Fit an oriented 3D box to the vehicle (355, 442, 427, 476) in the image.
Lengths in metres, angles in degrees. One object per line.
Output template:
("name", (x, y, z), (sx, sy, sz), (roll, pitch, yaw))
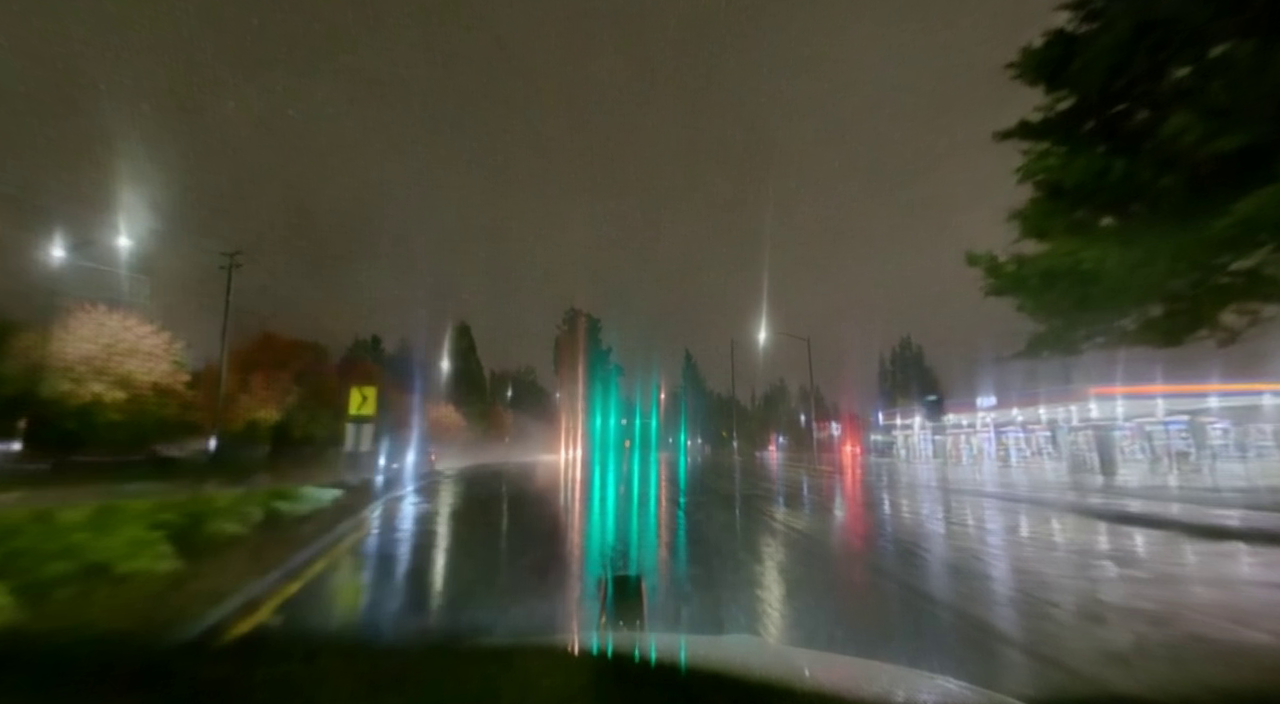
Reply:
("vehicle", (-11.902, 5.126, 30.506), (1.725, 1.507, 4.251), (0, -8, 1))
